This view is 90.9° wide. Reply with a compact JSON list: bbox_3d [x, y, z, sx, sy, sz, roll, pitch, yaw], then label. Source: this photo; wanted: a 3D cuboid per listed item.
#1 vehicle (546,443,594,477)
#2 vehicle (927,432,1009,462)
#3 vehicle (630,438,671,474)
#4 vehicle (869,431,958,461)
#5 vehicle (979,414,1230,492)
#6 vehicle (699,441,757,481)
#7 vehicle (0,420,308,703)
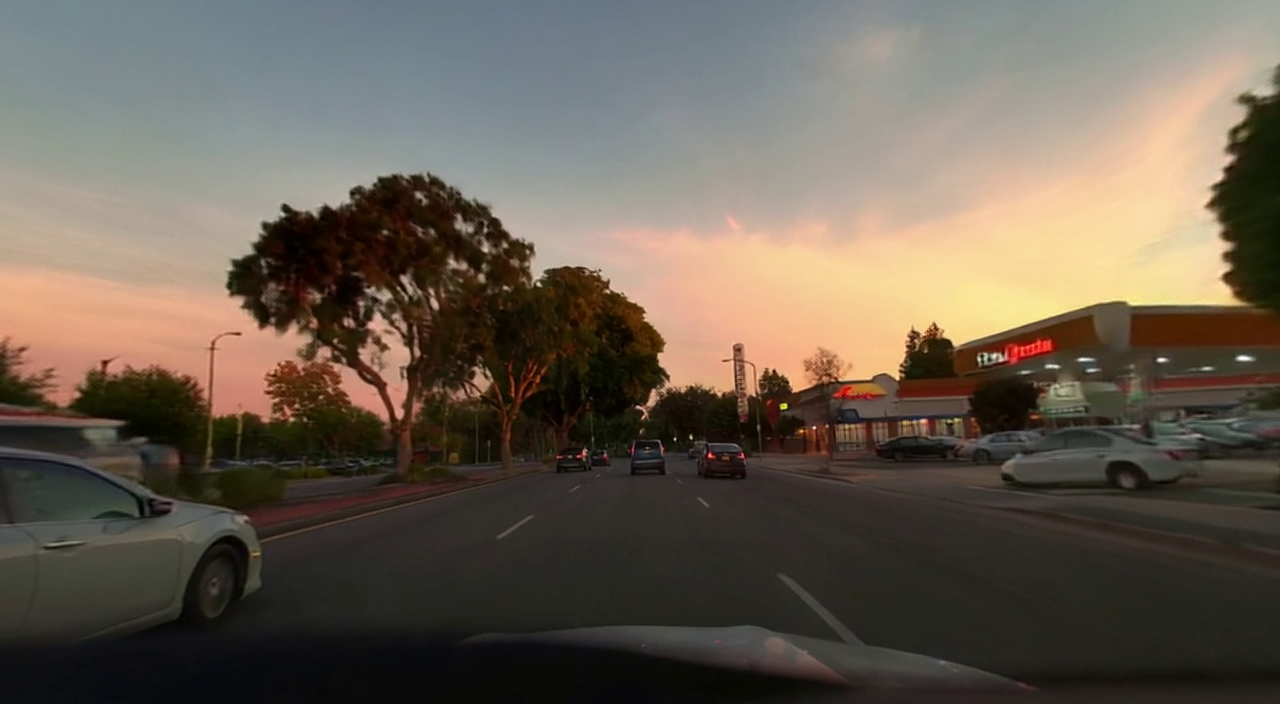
[{"bbox_3d":[-3.625,5.699,33.523,2.026,1.665,4.193,0,-9,1],"label":"vehicle"},{"bbox_3d":[16.516,4.832,32.002,1.891,1.440,4.045,0,-9,-1],"label":"vehicle"},{"bbox_3d":[0.526,5.813,35.482,2.193,1.873,4.033,0,-9,0],"label":"vehicle"},{"bbox_3d":[16.951,5.878,39.370,1.945,1.690,4.833,2,-9,-27],"label":"vehicle"},{"bbox_3d":[11.537,2.573,16.212,4.808,1.712,2.061,-5,-10,29],"label":"vehicle"},{"bbox_3d":[3.735,4.668,27.292,1.922,1.579,3.642,0,-9,-1],"label":"vehicle"},{"bbox_3d":[-4.030,1.147,3.519,1.908,1.481,4.351,0,-9,1],"label":"vehicle"}]
